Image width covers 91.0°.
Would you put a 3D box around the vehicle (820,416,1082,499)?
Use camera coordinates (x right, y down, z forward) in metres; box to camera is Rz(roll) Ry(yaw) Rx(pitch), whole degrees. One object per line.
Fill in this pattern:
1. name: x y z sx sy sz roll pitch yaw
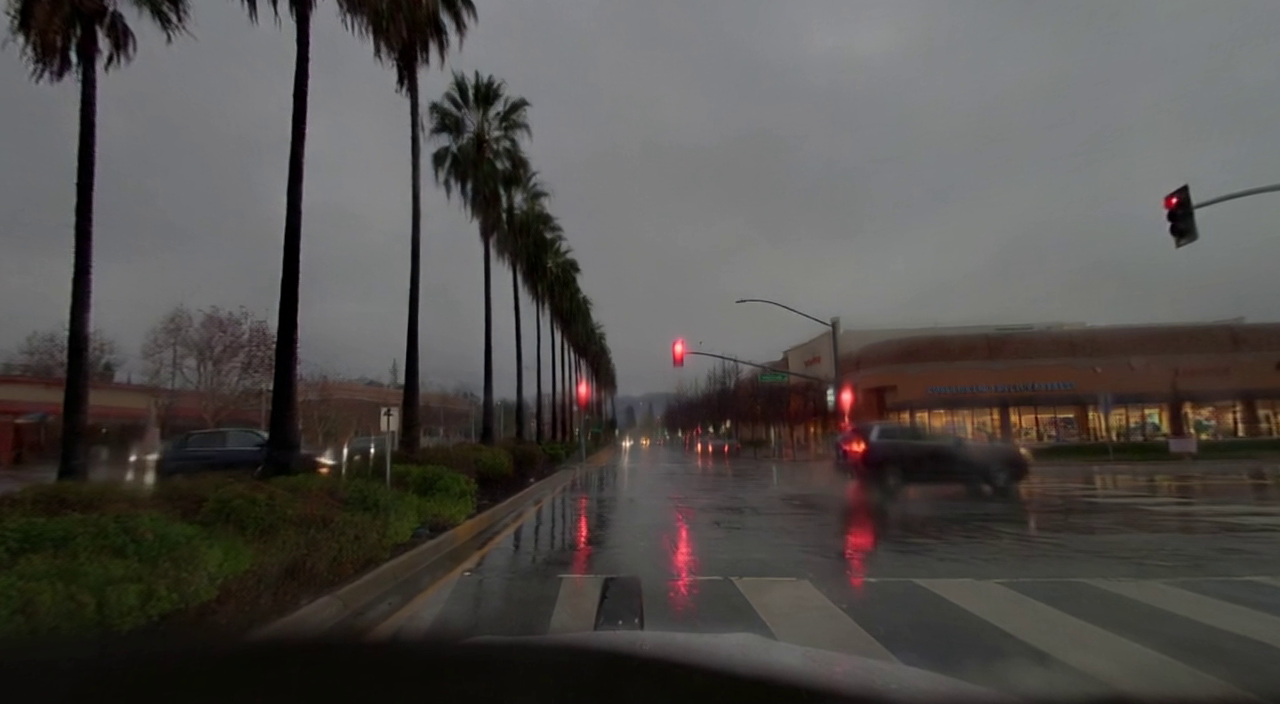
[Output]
1. vehicle: 7.893 2.714 16.415 5.619 1.951 2.321 1 -8 -5

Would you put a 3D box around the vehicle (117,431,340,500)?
1. vehicle: -11.211 3.117 17.669 4.854 1.699 2.152 4 -9 -26
